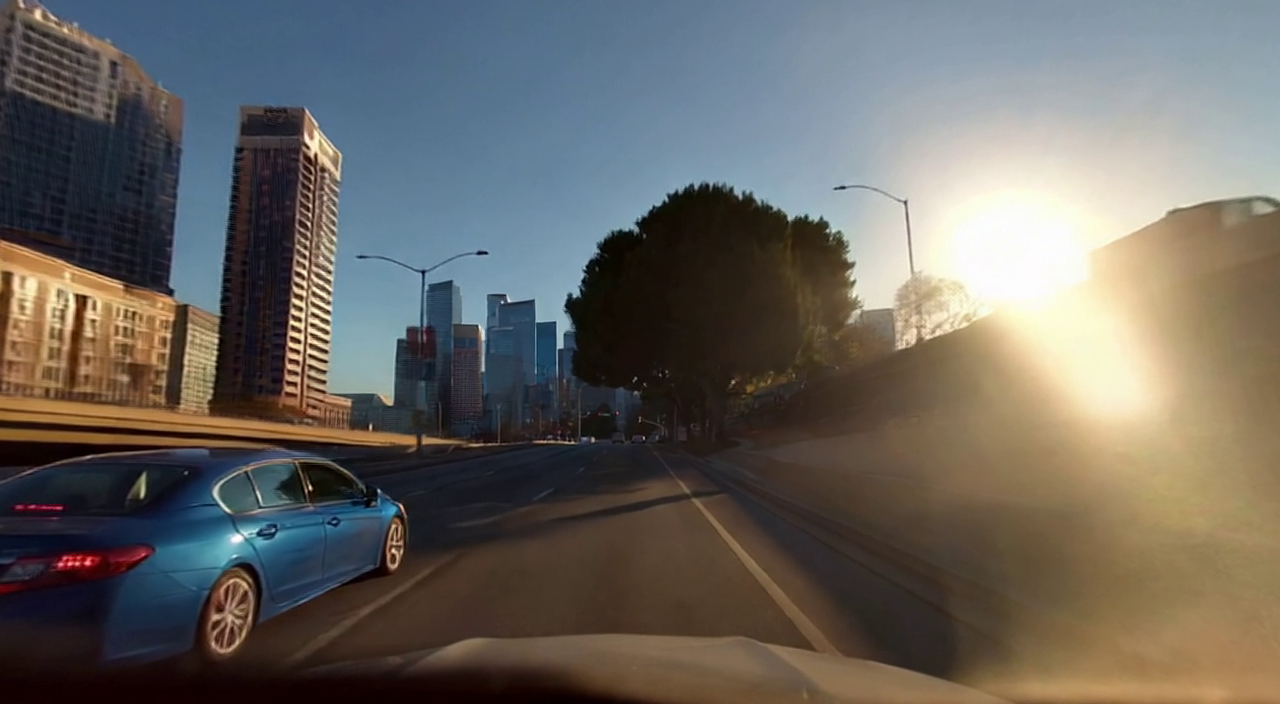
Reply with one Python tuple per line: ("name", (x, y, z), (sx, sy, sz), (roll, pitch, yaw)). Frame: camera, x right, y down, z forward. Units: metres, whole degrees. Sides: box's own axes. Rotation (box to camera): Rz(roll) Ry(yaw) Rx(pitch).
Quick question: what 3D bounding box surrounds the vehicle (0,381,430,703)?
("vehicle", (-3.071, 1.118, 3.877), (2.041, 1.470, 4.290), (0, -9, 1))
